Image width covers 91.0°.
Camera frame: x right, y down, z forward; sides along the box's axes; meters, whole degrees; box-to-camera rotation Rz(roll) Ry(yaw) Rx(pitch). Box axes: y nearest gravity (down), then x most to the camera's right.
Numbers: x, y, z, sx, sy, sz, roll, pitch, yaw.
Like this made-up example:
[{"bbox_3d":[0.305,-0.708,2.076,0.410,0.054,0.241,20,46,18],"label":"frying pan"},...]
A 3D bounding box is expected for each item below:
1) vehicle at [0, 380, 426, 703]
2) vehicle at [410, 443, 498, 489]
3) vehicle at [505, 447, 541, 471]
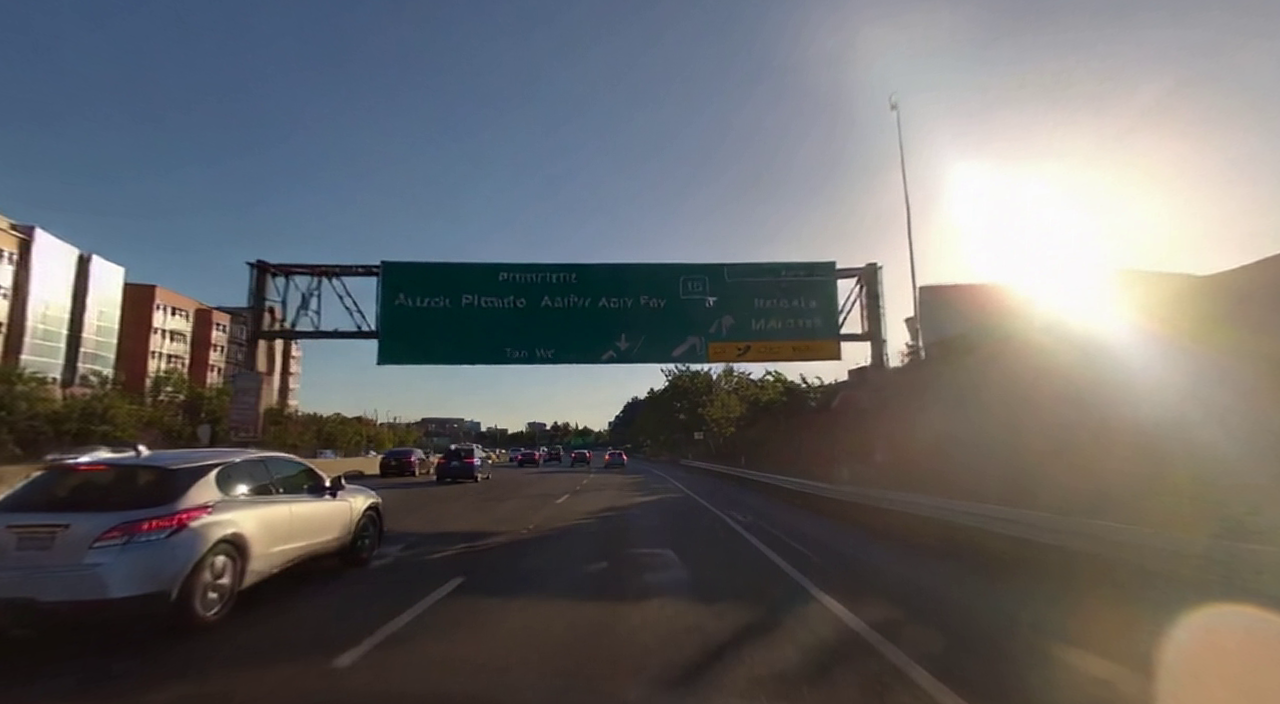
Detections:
[{"bbox_3d":[-3.605,1.330,5.149,2.036,1.717,4.592,0,-9,1],"label":"vehicle"},{"bbox_3d":[-7.194,4.436,24.883,2.075,1.642,4.638,0,-9,0],"label":"vehicle"},{"bbox_3d":[-8.957,8.200,48.534,2.065,1.689,4.399,0,-9,-2],"label":"vehicle"}]
